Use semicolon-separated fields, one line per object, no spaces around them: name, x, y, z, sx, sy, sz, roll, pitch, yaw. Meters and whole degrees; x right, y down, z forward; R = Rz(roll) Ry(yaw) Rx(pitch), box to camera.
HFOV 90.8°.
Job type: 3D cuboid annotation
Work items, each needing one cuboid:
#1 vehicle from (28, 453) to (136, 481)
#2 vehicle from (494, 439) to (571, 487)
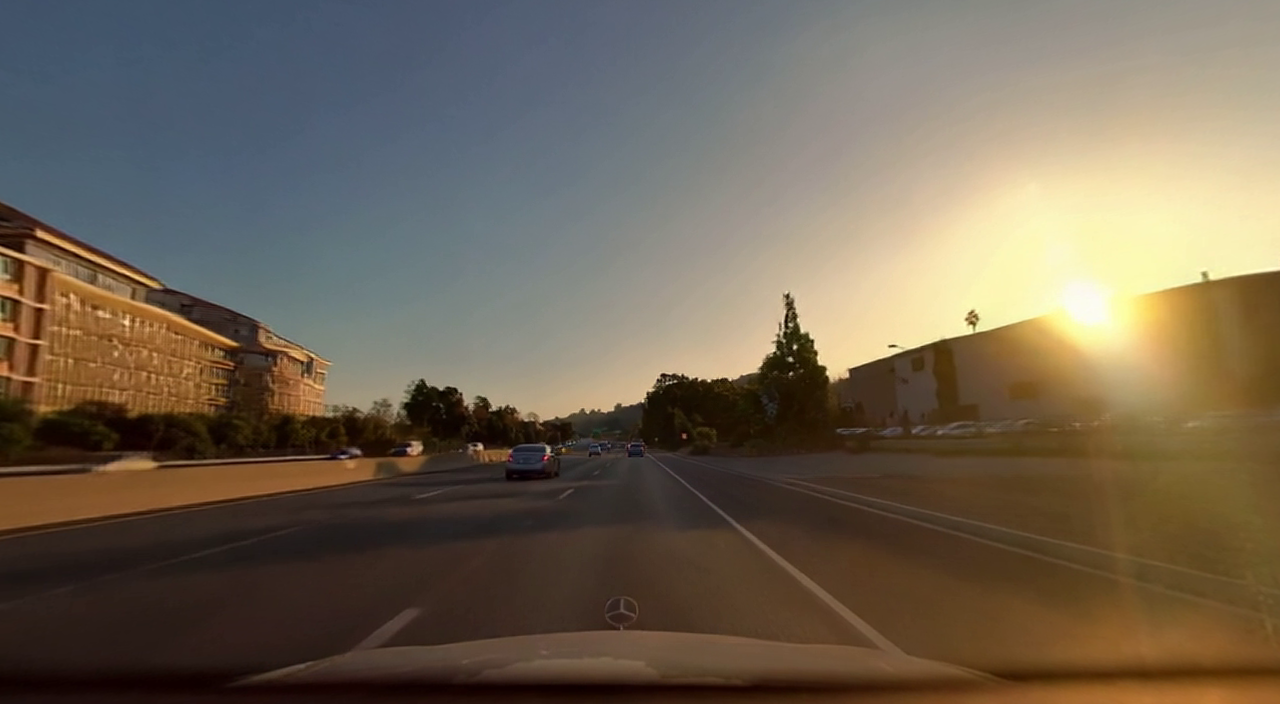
vehicle;-32.172;6.609;36.654;2.084;1.483;4.615;0;-9;0
vehicle;-3.551;3.764;21.683;1.920;1.463;4.134;0;-9;0
